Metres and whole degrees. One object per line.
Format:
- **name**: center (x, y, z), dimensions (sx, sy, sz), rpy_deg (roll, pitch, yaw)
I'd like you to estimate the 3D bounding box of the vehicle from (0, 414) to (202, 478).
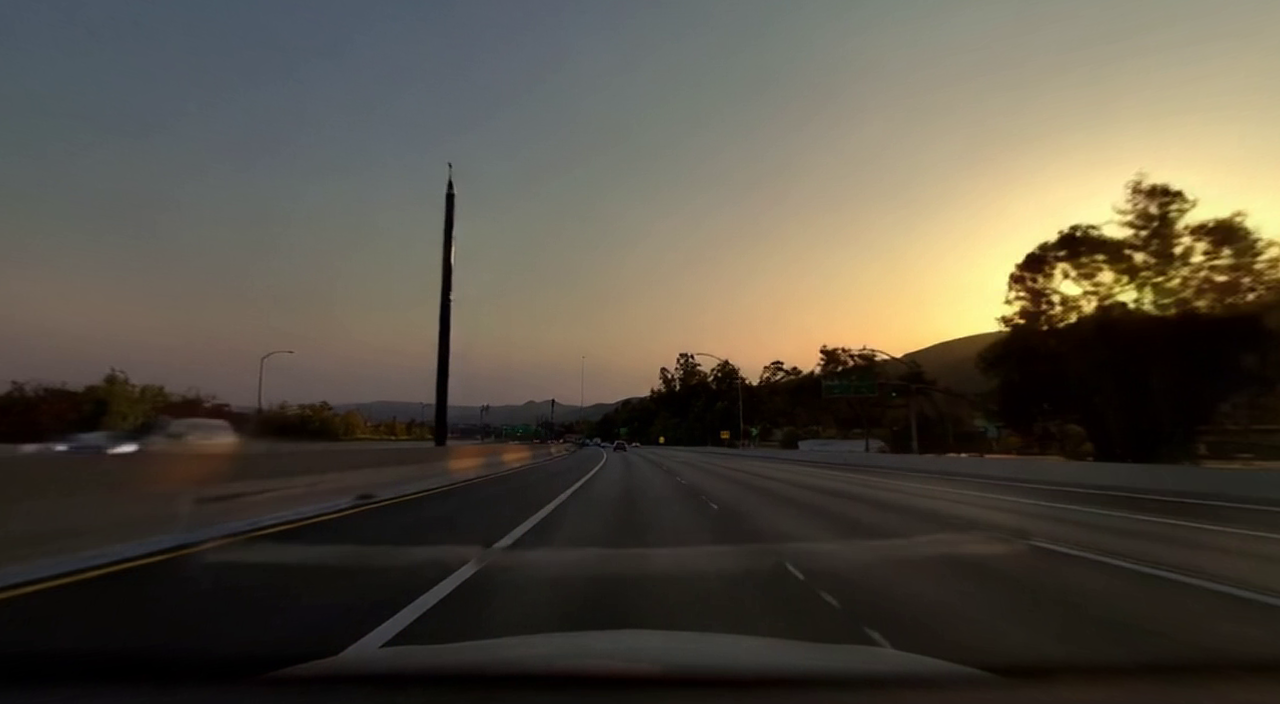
- **vehicle**: center (-16.008, 2.853, 19.163), dimensions (2.065, 1.686, 4.572), rpy_deg (0, -8, 0)
